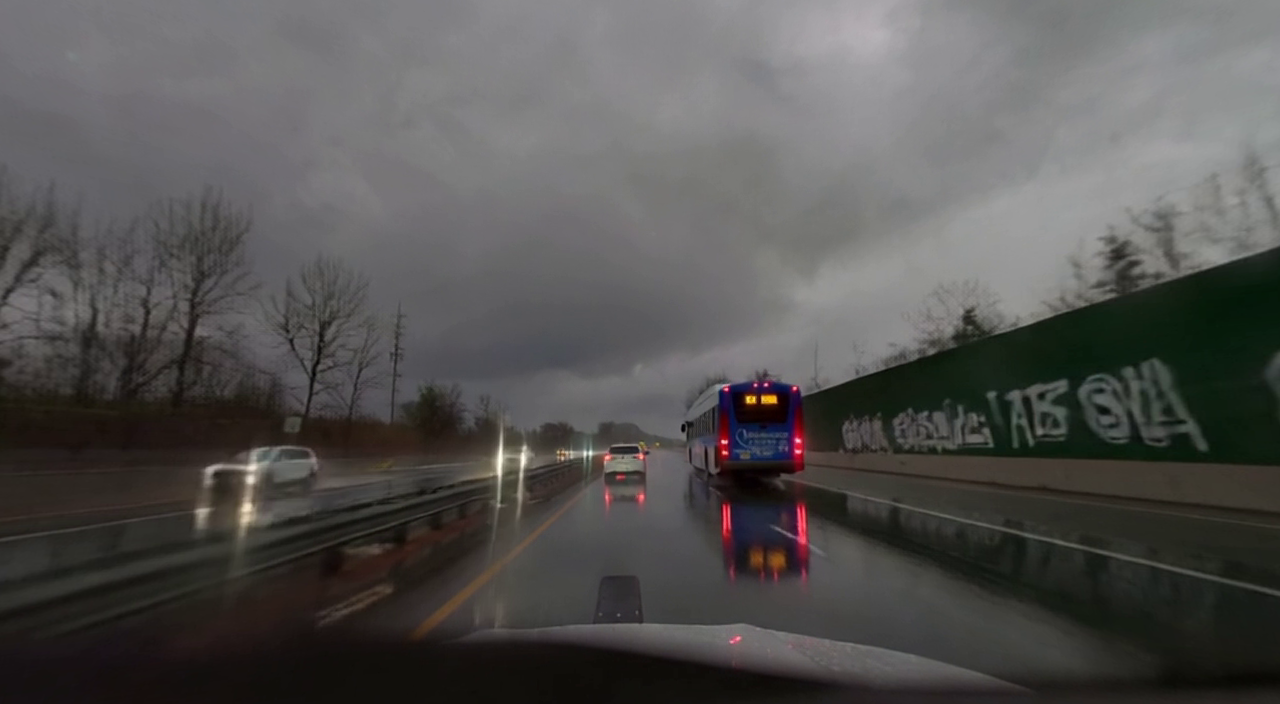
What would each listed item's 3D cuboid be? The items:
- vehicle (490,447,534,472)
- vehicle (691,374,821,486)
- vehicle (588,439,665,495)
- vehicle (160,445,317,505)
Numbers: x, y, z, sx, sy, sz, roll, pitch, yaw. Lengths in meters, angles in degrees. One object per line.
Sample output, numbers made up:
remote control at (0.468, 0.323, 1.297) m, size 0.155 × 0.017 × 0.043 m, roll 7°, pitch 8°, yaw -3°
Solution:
vehicle at (-8.410, 7.110, 41.629) m, size 1.922 × 1.560 × 4.165 m, roll -1°, pitch -9°, yaw 2°
vehicle at (4.108, 3.388, 25.818) m, size 3.055 × 3.479 × 12.521 m, roll -1°, pitch -9°, yaw 1°
vehicle at (-0.328, 3.564, 19.720) m, size 2.160 × 1.532 × 4.073 m, roll -1°, pitch -9°, yaw 1°
vehicle at (-12.556, 3.840, 20.026) m, size 2.029 × 1.647 × 4.323 m, roll -1°, pitch -9°, yaw 2°
